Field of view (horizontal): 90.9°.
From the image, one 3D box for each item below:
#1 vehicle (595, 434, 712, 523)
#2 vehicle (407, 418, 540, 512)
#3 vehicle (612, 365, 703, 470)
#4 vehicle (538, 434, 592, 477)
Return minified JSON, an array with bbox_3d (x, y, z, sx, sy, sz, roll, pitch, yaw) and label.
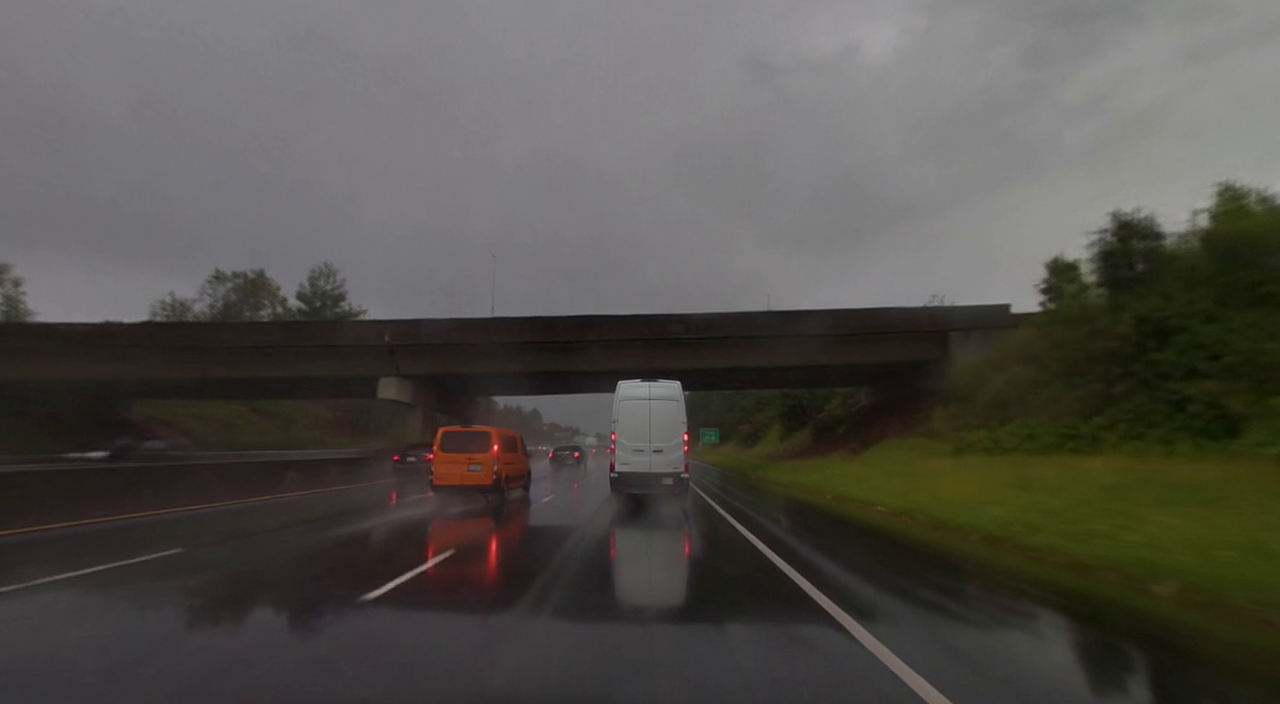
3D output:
[{"bbox_3d":[0.225,2.428,12.521,1.991,1.507,3.391,0,-9,0],"label":"vehicle"},{"bbox_3d":[-3.662,2.575,14.661,1.951,1.882,3.979,0,-9,1],"label":"vehicle"},{"bbox_3d":[0.425,3.787,32.176,3.289,3.822,18.653,0,-9,-1],"label":"vehicle"},{"bbox_3d":[-3.503,4.934,30.193,2.068,1.862,4.234,0,-9,0],"label":"vehicle"}]
